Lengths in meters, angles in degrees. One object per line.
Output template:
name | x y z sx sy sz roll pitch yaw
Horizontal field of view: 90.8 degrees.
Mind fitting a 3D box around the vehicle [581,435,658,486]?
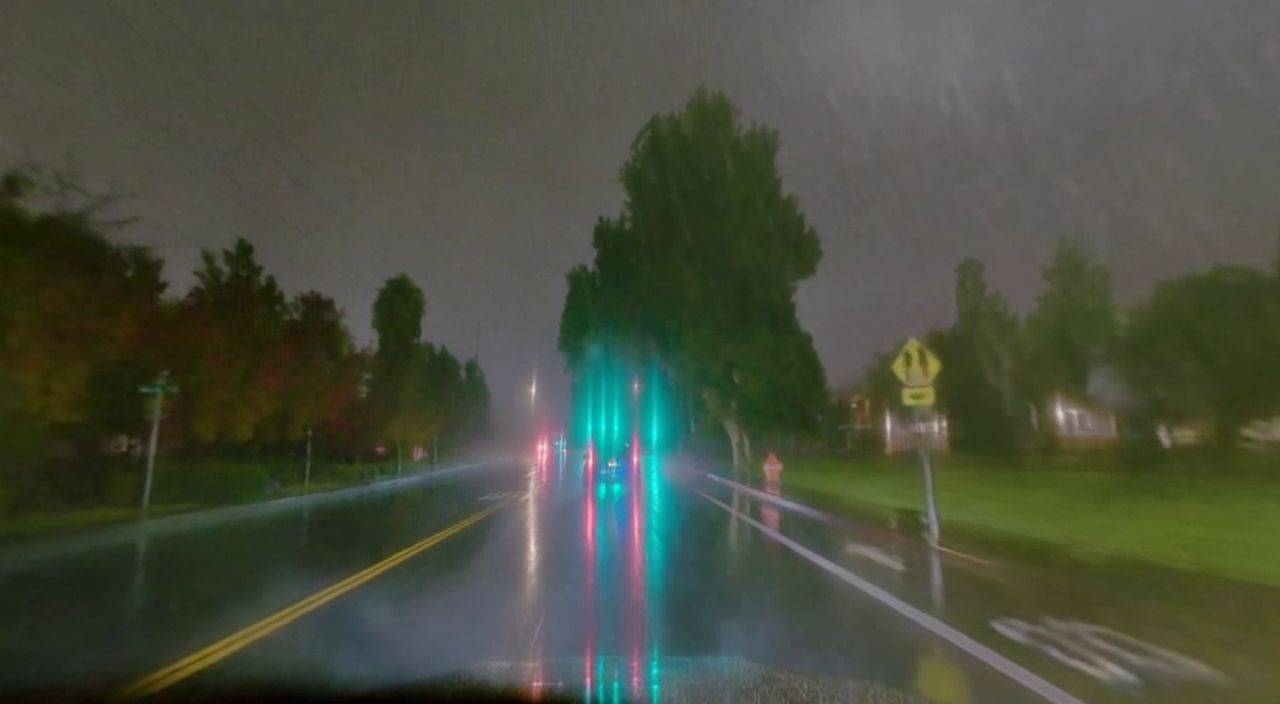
vehicle | -0.660 3.590 21.186 2.295 1.510 4.364 0 -8 -1
